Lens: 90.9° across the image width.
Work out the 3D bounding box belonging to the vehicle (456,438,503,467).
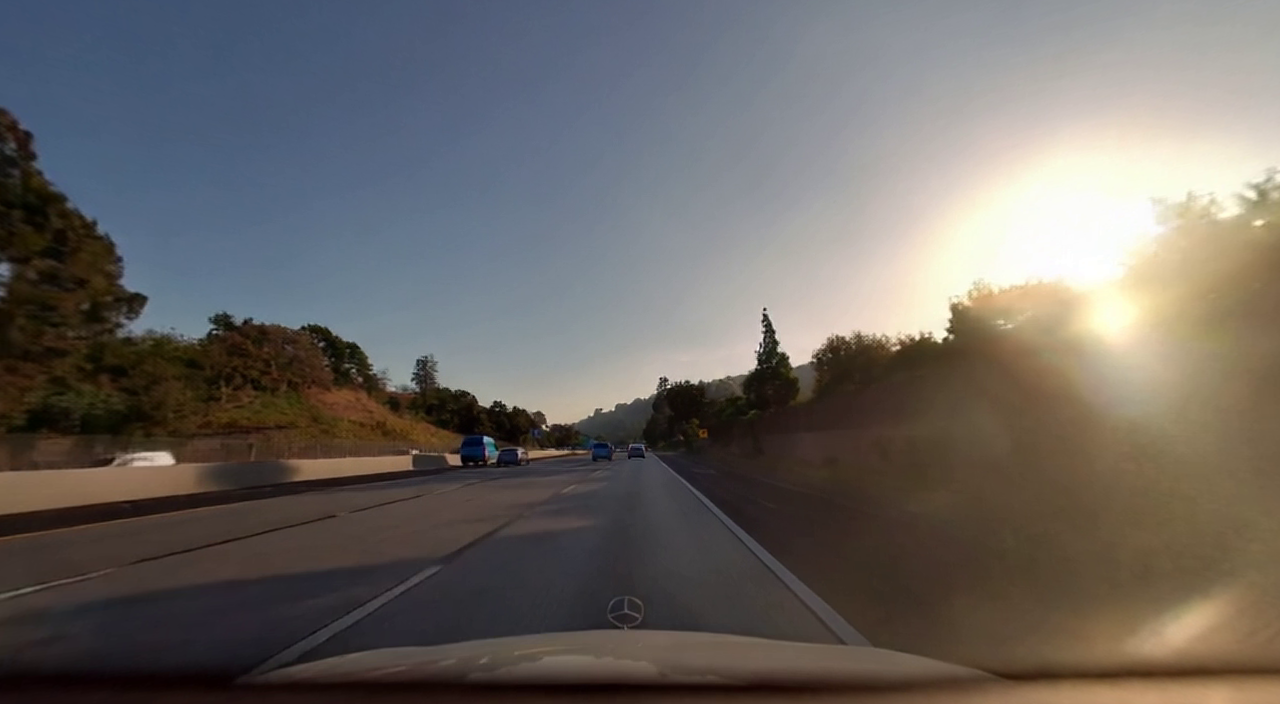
[{"bbox_3d":[-10.970,6.877,43.447,1.977,1.870,4.525,0,-8,0],"label":"vehicle"}]

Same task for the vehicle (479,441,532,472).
[{"bbox_3d":[-7.462,5.838,35.393,2.014,1.598,4.015,0,-8,1],"label":"vehicle"}]

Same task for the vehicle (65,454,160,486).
[{"bbox_3d":[-24.598,5.486,29.561,1.514,1.344,3.325,0,-8,1],"label":"vehicle"}]
